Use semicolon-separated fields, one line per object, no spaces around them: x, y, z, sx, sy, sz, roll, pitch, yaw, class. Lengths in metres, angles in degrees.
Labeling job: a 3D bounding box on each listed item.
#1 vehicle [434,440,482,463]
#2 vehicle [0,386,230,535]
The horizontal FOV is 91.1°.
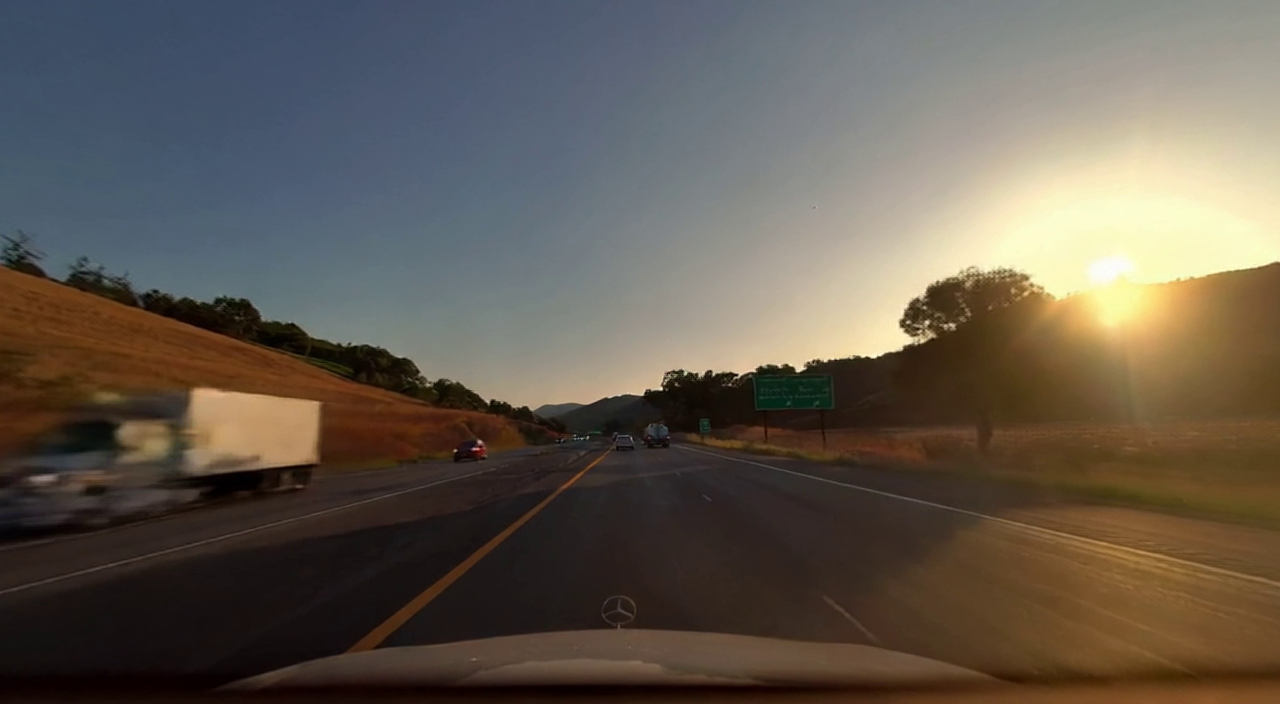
-12.796;7.009;44.496;1.985;1.544;4.619;0;-8;0;vehicle
-12.469;2.323;14.227;2.337;2.633;5.925;0;-8;0;vehicle
